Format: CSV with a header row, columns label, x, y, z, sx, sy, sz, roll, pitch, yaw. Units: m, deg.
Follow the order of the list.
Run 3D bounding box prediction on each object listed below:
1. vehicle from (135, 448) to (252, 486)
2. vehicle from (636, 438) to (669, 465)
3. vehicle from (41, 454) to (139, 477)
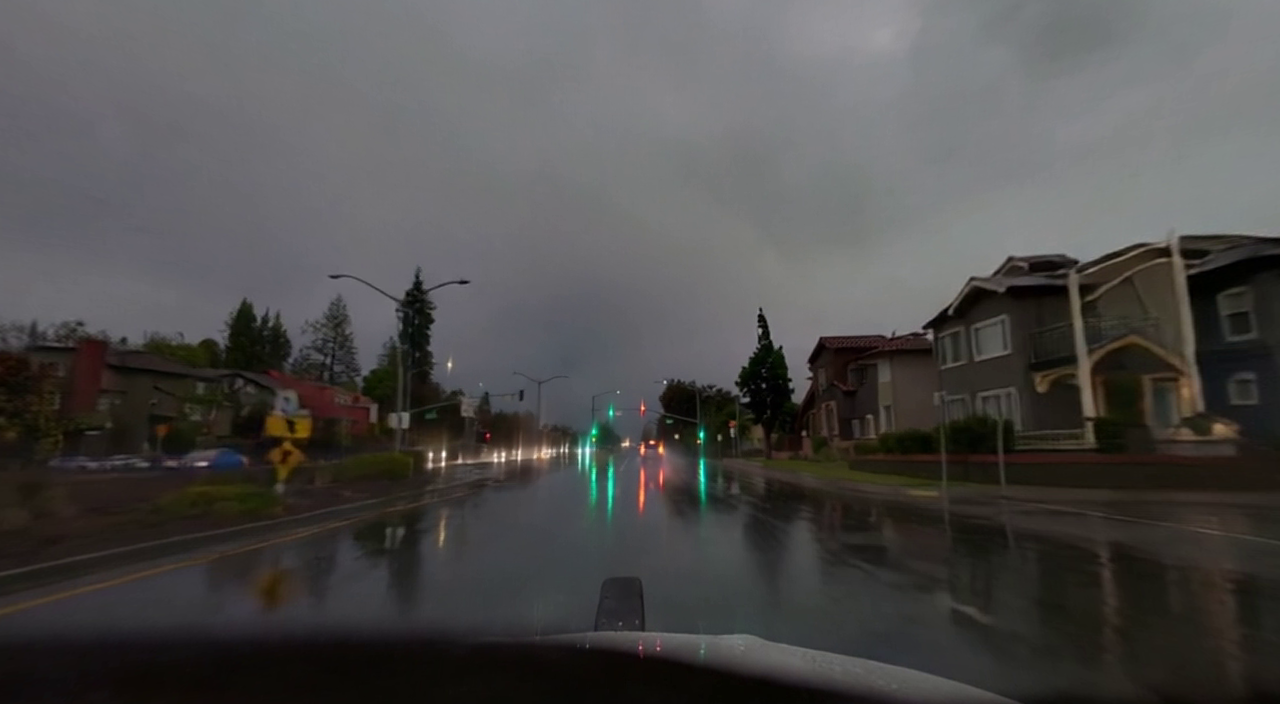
label,x,y,z,sx,sy,sz,roll,pitch,yaw
vehicle,-19.454,4.989,27.797,1.950,1.493,4.351,0,-8,0
vehicle,0.884,7.399,47.058,2.273,1.851,5.075,0,-8,-1
vehicle,-35.279,7.270,40.643,1.779,1.357,4.291,-3,-9,23
